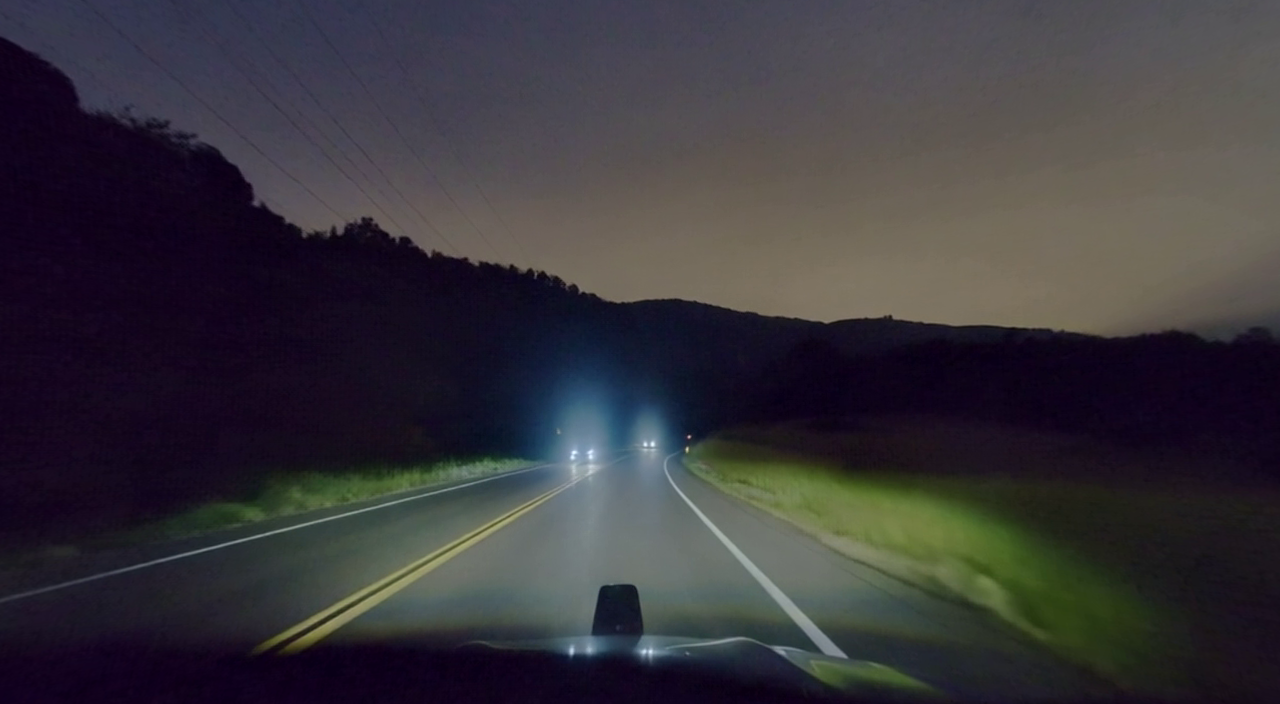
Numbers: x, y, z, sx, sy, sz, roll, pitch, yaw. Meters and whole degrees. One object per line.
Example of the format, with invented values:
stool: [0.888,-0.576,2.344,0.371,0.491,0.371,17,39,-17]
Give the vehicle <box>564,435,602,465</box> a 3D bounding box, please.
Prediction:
vehicle: [-3.780,6.595,42.622,1.997,1.874,4.269,-1,-9,2]
